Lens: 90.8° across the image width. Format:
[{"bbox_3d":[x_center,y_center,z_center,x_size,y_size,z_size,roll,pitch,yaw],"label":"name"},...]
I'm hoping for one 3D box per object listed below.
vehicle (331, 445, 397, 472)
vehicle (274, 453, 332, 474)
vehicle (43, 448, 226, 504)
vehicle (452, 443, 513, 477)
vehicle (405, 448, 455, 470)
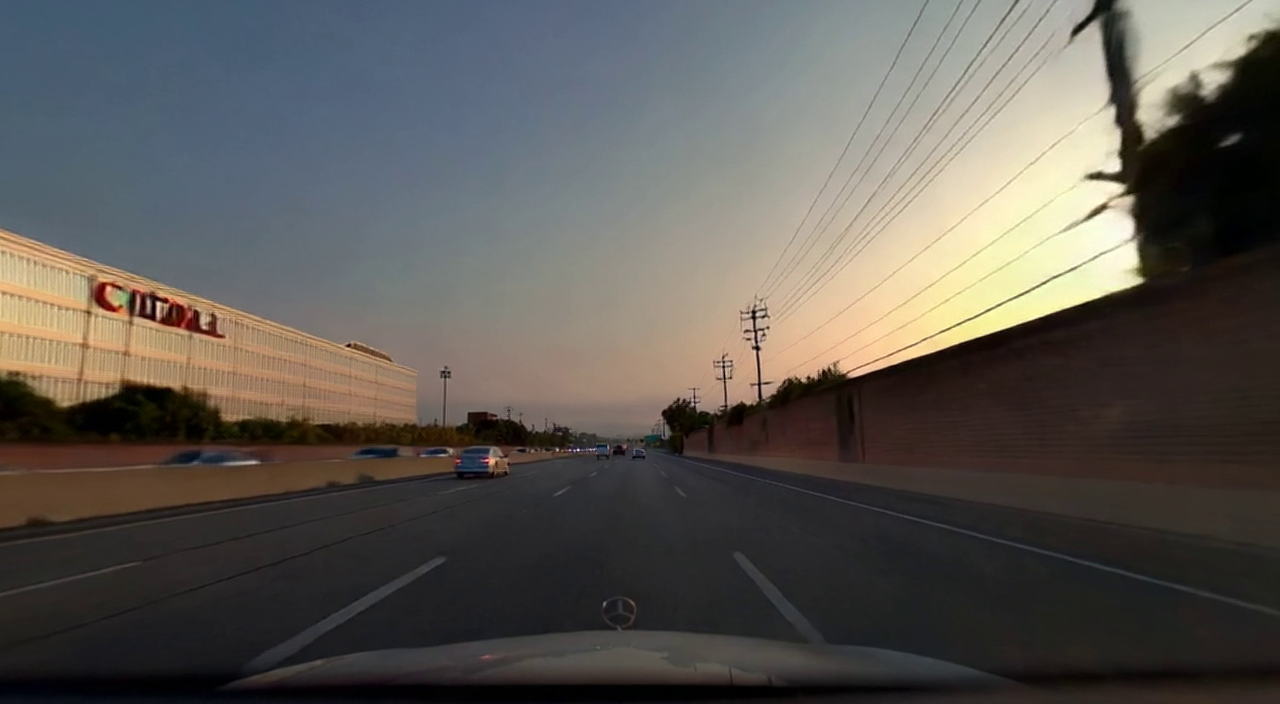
[{"bbox_3d":[-18.679,7.186,43.017,2.027,1.716,5.336,0,-8,0],"label":"vehicle"},{"bbox_3d":[-25.637,8.453,48.210,1.811,1.450,4.598,0,-8,1],"label":"vehicle"},{"bbox_3d":[-14.939,3.642,19.067,1.820,1.451,4.431,0,-8,0],"label":"vehicle"},{"bbox_3d":[-7.850,5.403,31.869,2.013,1.574,3.923,0,-8,0],"label":"vehicle"},{"bbox_3d":[-14.874,7.580,45.063,1.886,1.455,4.584,0,-8,1],"label":"vehicle"}]
